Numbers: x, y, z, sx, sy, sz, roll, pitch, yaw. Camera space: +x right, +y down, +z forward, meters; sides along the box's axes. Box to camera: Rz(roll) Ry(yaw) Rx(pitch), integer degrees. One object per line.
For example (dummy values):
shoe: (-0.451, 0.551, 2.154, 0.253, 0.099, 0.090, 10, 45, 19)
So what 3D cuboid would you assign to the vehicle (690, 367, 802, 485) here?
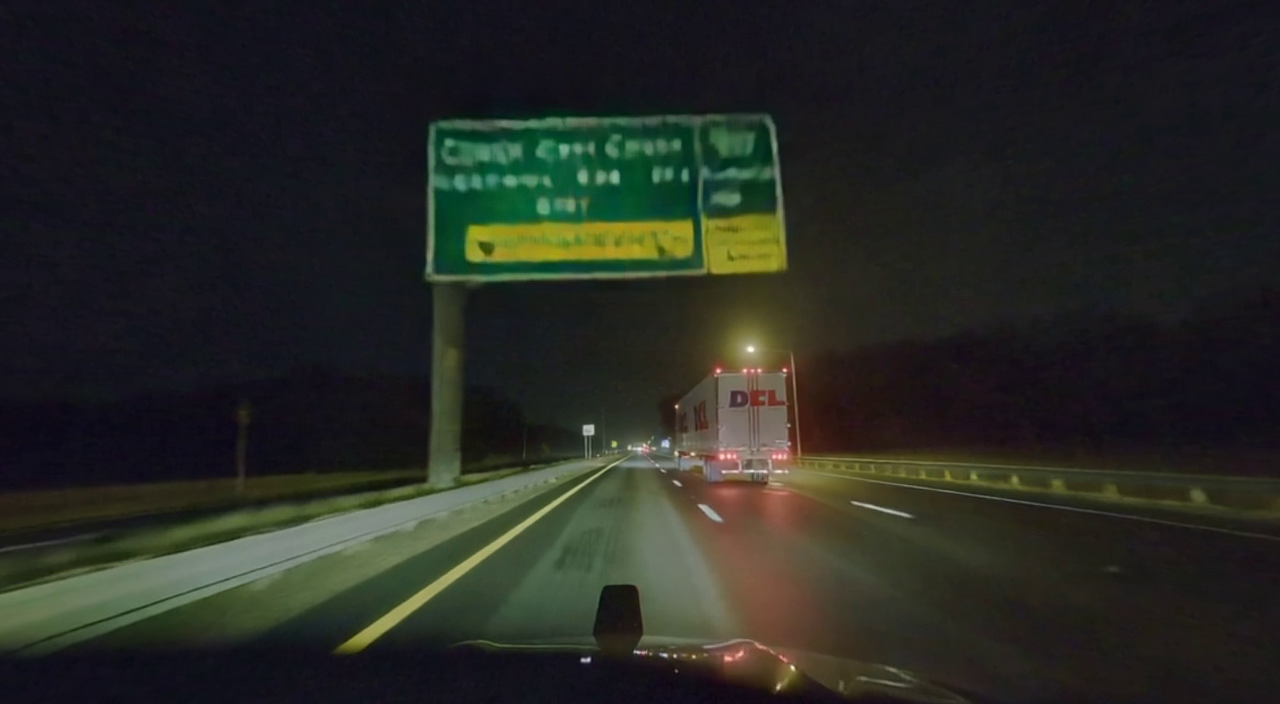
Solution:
vehicle: (3.963, 3.158, 25.811, 2.879, 4.075, 8.126, 0, -9, -2)
